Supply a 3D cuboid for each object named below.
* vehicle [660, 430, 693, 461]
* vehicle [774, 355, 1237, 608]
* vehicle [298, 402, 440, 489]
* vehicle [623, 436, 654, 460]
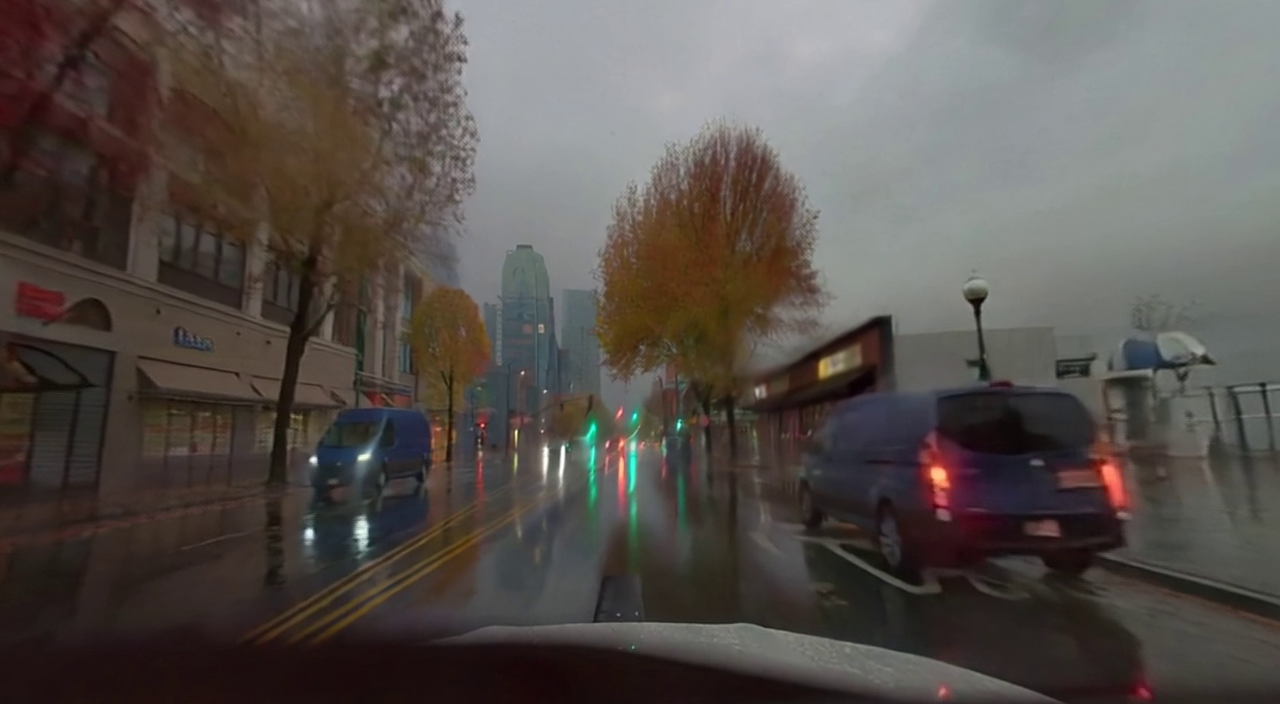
[{"bbox_3d":[2.582,6.434,43.504,2.147,1.968,4.478,-1,-8,5],"label":"vehicle"},{"bbox_3d":[3.453,1.368,7.603,2.357,1.986,5.136,0,-8,-2],"label":"vehicle"},{"bbox_3d":[-9.053,3.204,21.803,2.348,2.588,5.860,0,-8,-1],"label":"vehicle"},{"bbox_3d":[-0.102,7.388,48.660,2.274,1.736,4.083,0,-8,0],"label":"vehicle"}]
